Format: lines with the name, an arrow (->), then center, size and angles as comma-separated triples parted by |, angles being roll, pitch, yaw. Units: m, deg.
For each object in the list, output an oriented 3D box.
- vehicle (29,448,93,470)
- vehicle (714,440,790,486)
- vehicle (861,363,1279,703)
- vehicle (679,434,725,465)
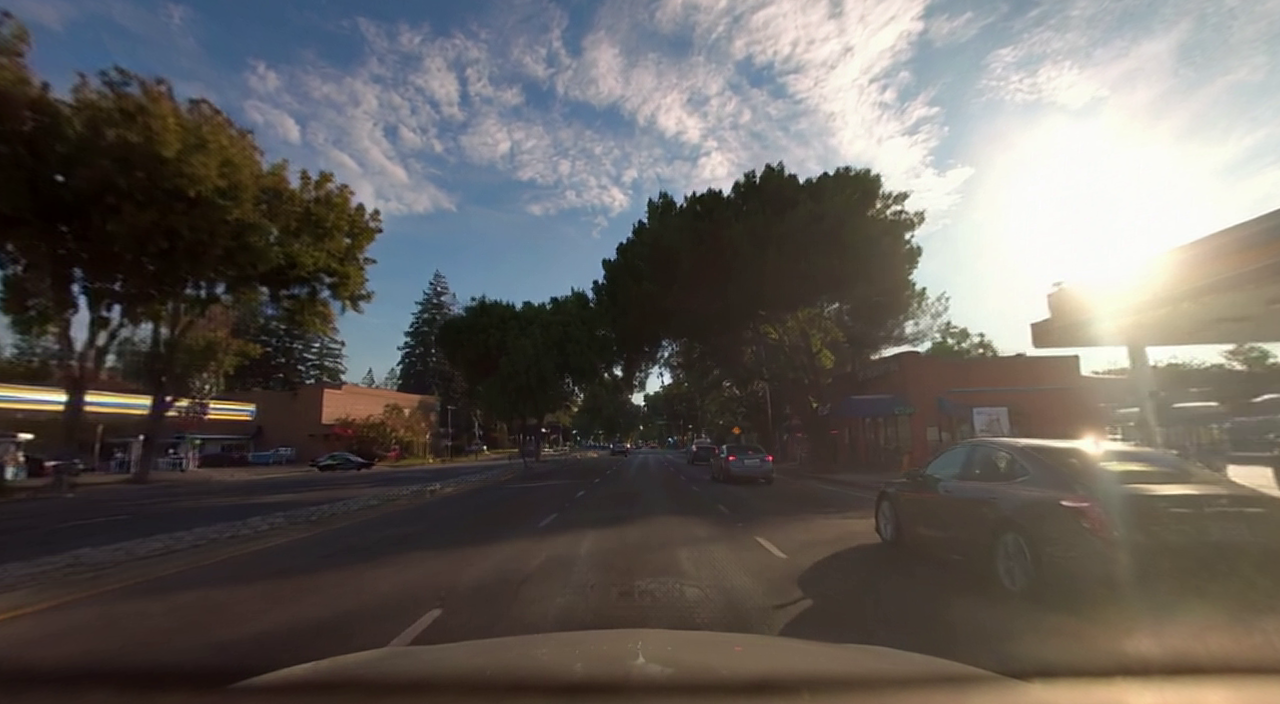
vehicle -> -43.988, 8.095, 48.007 | 1.820, 1.459, 4.381 | 1, -8, -18
vehicle -> 3.802, 3.835, 22.083 | 1.871, 1.442, 4.122 | 0, -9, 0
vehicle -> 3.620, 1.244, 5.081 | 1.875, 1.665, 4.931 | 0, -9, 0
vehicle -> 4.105, 6.588, 42.597 | 2.611, 1.983, 5.165 | 0, -9, 0
